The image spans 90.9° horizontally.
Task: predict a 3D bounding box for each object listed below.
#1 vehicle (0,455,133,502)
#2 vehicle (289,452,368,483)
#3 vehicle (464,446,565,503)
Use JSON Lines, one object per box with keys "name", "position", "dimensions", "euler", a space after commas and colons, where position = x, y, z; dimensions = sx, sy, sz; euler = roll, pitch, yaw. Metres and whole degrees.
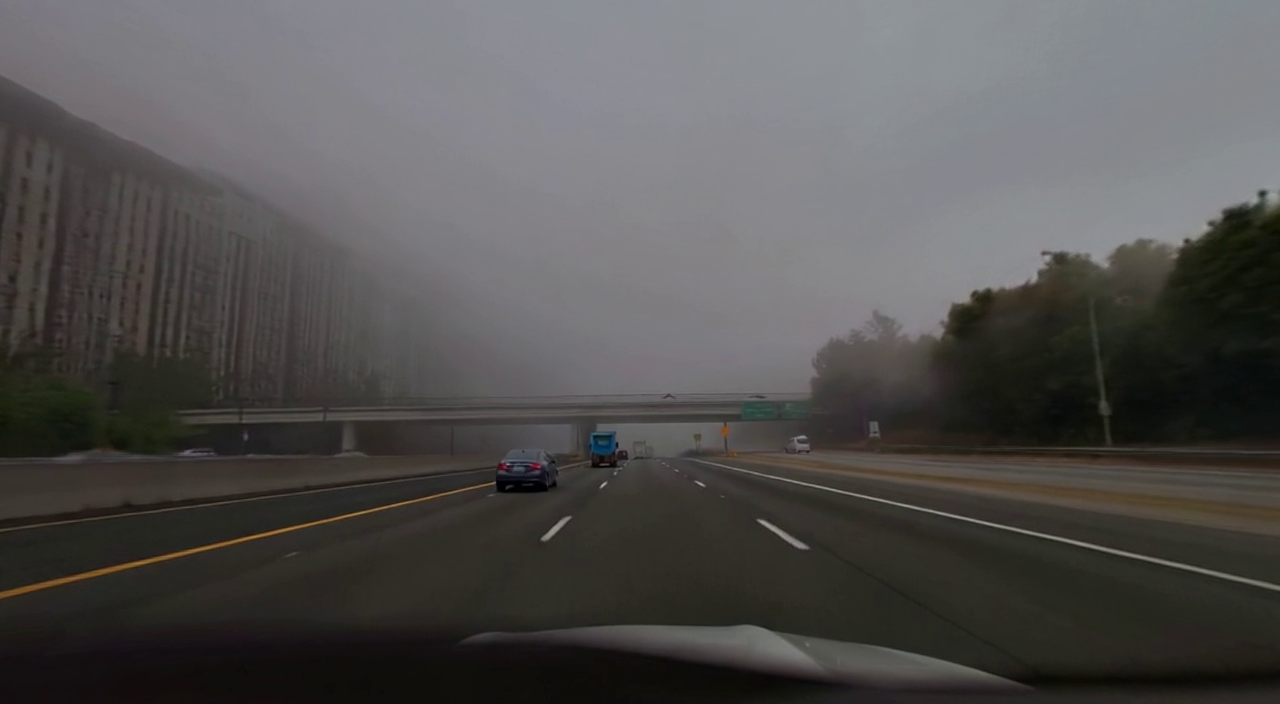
{"name": "vehicle", "position": [-20.115, 4.326, 21.837], "dimensions": [1.790, 1.450, 3.815], "euler": [0, -9, 1]}
{"name": "vehicle", "position": [-15.774, 5.852, 32.148], "dimensions": [1.845, 1.479, 4.108], "euler": [0, -9, 1]}
{"name": "vehicle", "position": [-3.592, 3.606, 18.964], "dimensions": [2.039, 1.478, 4.483], "euler": [0, -9, 1]}
